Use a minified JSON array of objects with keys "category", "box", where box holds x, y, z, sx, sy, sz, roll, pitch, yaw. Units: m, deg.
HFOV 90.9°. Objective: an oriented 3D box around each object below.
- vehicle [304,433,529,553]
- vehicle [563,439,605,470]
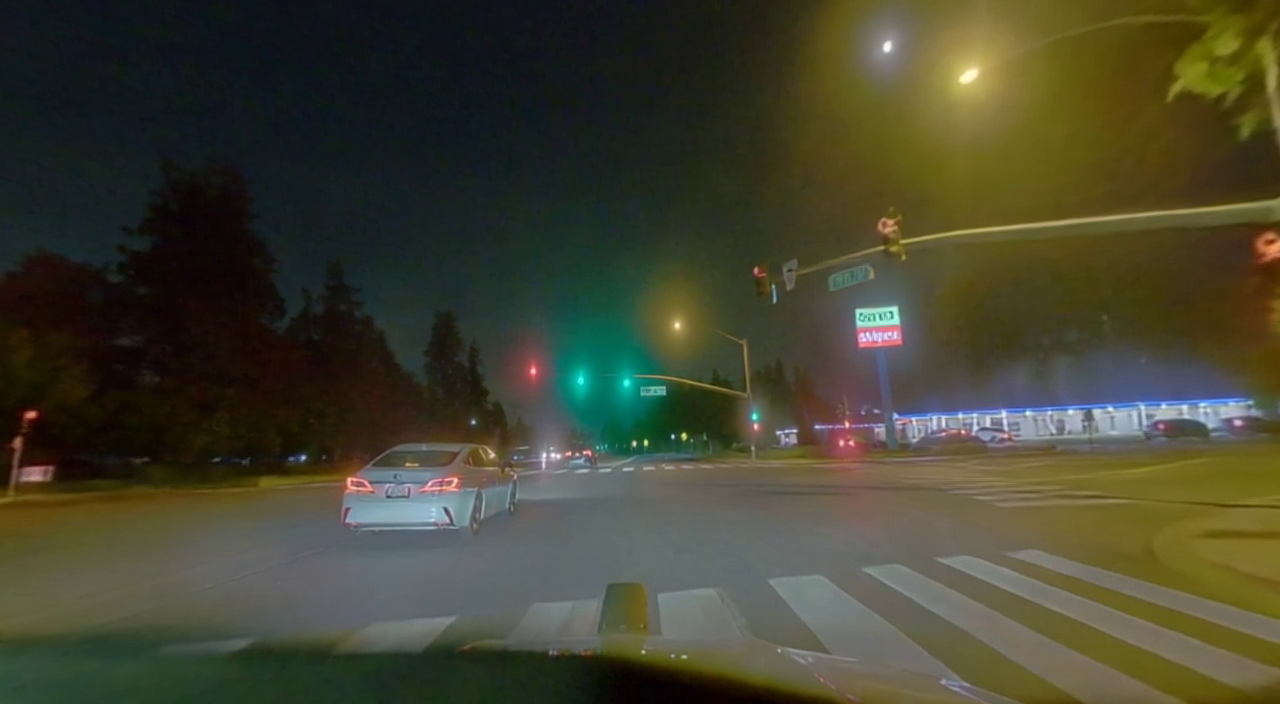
[{"category":"vehicle","box":[-3.220,2.112,10.216,2.018,1.477,4.401,-1,-8,0]},{"category":"vehicle","box":[-3.243,6.075,37.398,2.109,1.692,4.220,-1,-8,0]}]
